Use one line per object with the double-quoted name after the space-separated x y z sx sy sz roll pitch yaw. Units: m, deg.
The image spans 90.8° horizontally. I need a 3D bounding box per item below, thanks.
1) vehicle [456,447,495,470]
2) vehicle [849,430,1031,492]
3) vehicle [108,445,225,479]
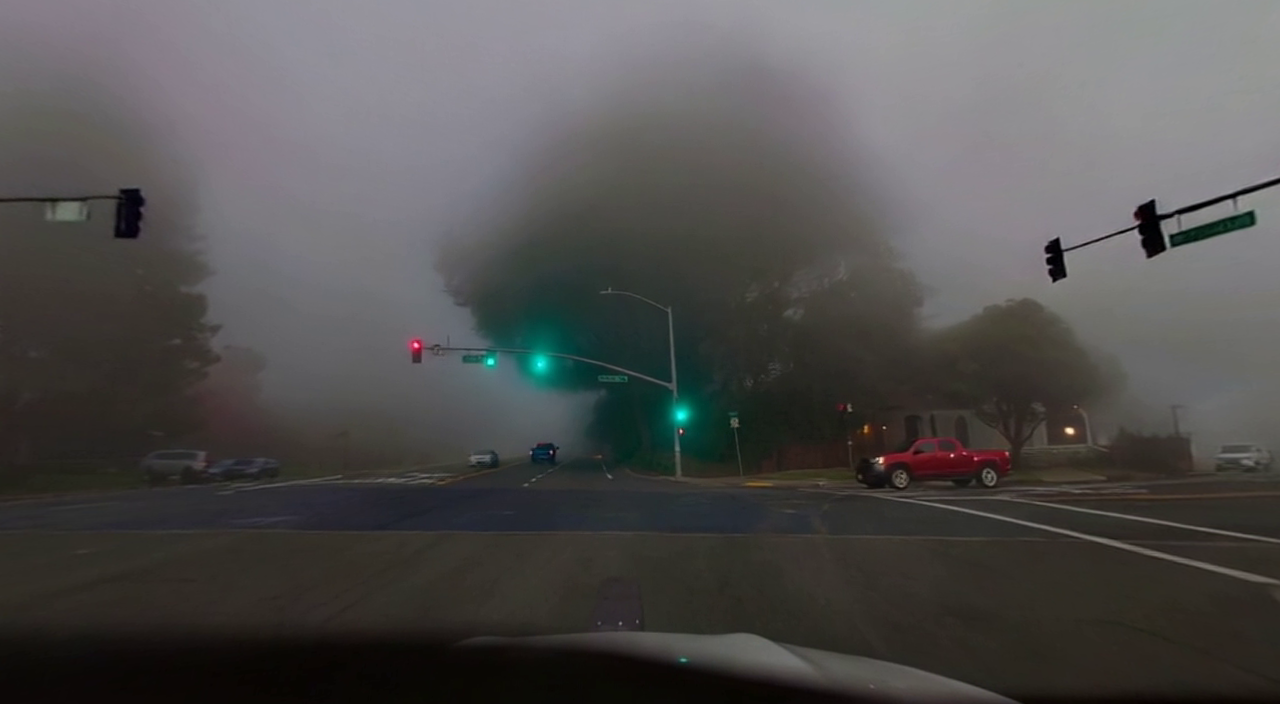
-11.847 7.674 45.809 2.069 1.537 4.719 1 -9 -6 "vehicle"
9.036 3.300 19.312 4.500 1.761 1.975 0 -9 -4 "vehicle"
-25.947 6.023 34.762 4.772 1.745 2.058 0 -9 1 "vehicle"
